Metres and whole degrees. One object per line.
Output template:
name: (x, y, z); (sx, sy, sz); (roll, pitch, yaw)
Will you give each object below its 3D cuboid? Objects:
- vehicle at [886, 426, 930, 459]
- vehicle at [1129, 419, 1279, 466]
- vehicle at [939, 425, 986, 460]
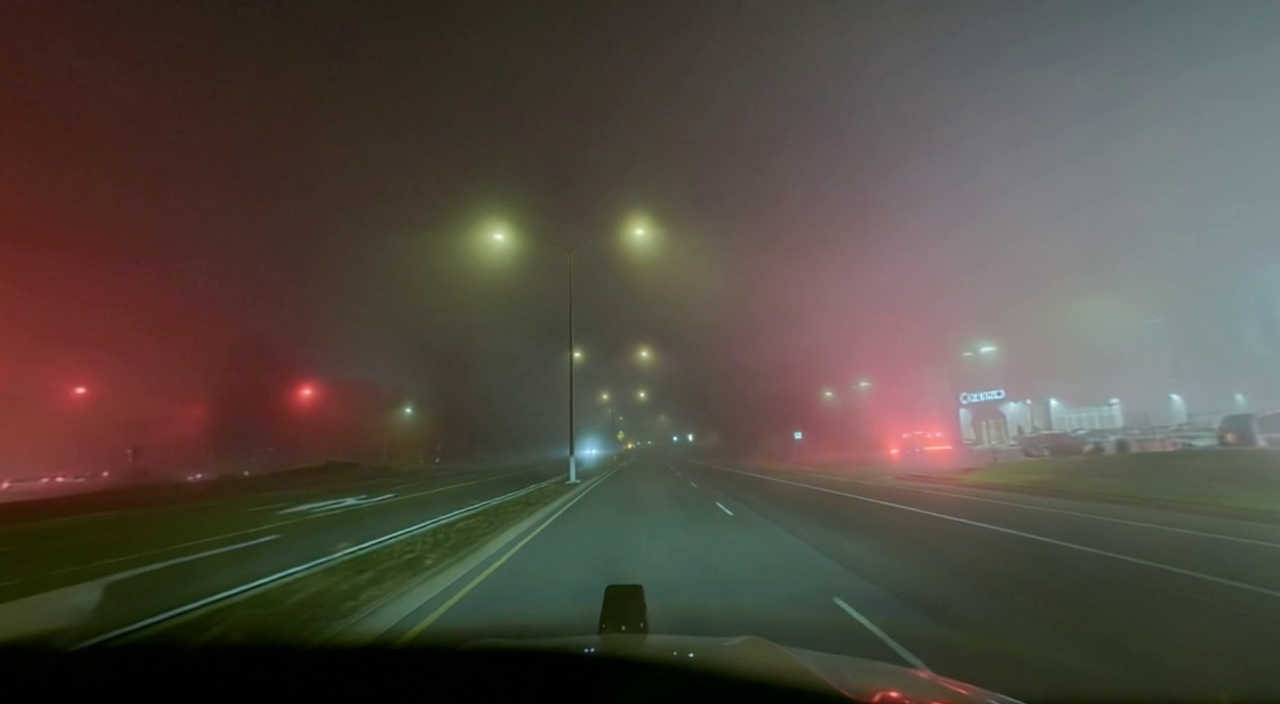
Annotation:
vehicle: (17.938, 6.073, 42.241); (2.425, 2.043, 5.455); (-4, -9, 22)
vehicle: (19.515, 3.055, 21.463); (4.124, 1.473, 1.925); (0, -7, -2)
vehicle: (21.859, 6.106, 42.928); (2.240, 2.095, 5.149); (-6, -7, 22)
